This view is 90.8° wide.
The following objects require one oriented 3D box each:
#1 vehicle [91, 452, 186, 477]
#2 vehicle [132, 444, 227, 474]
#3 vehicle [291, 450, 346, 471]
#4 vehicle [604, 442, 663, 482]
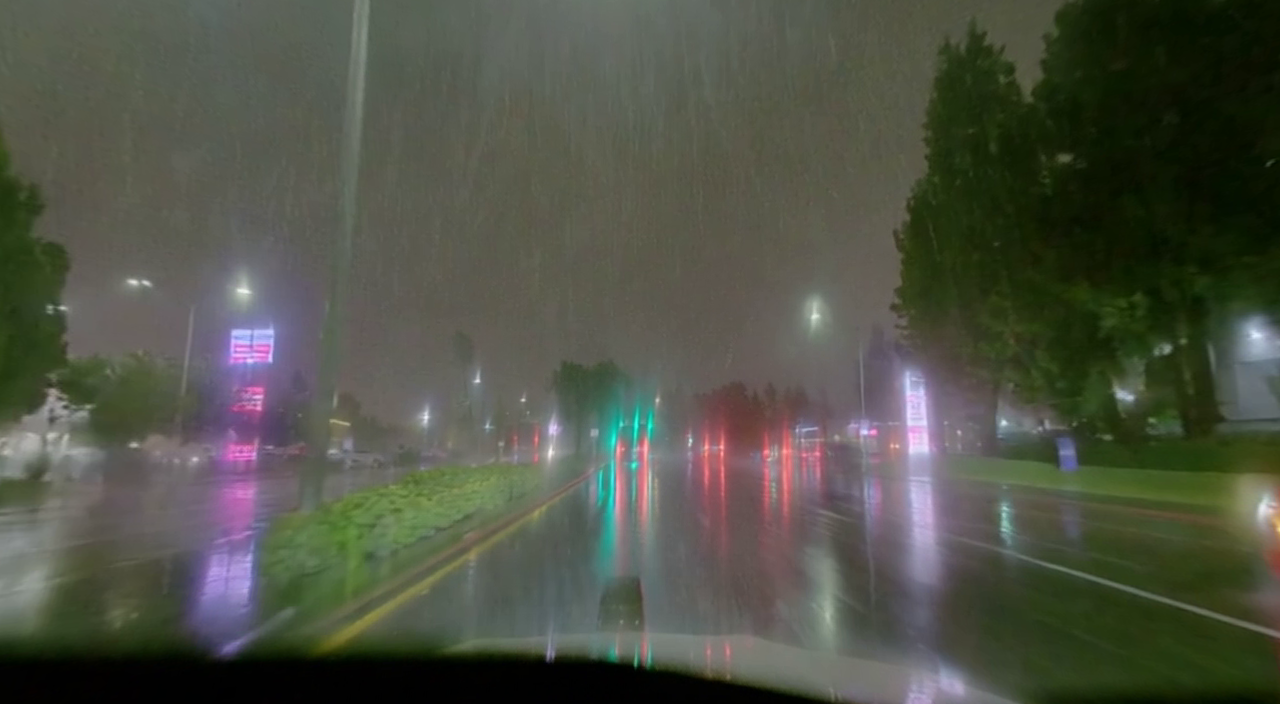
[{"bbox_3d":[-33.073,7.374,41.758,4.686,1.478,1.801,7,-11,-41],"label":"vehicle"},{"bbox_3d":[-33.130,7.633,45.537,5.124,2.003,2.233,7,-11,-41],"label":"vehicle"},{"bbox_3d":[-24.271,8.164,47.911,1.915,1.460,4.717,0,-8,-3],"label":"vehicle"},{"bbox_3d":[-0.273,4.379,25.509,2.185,1.473,3.925,0,-8,-1],"label":"vehicle"}]
